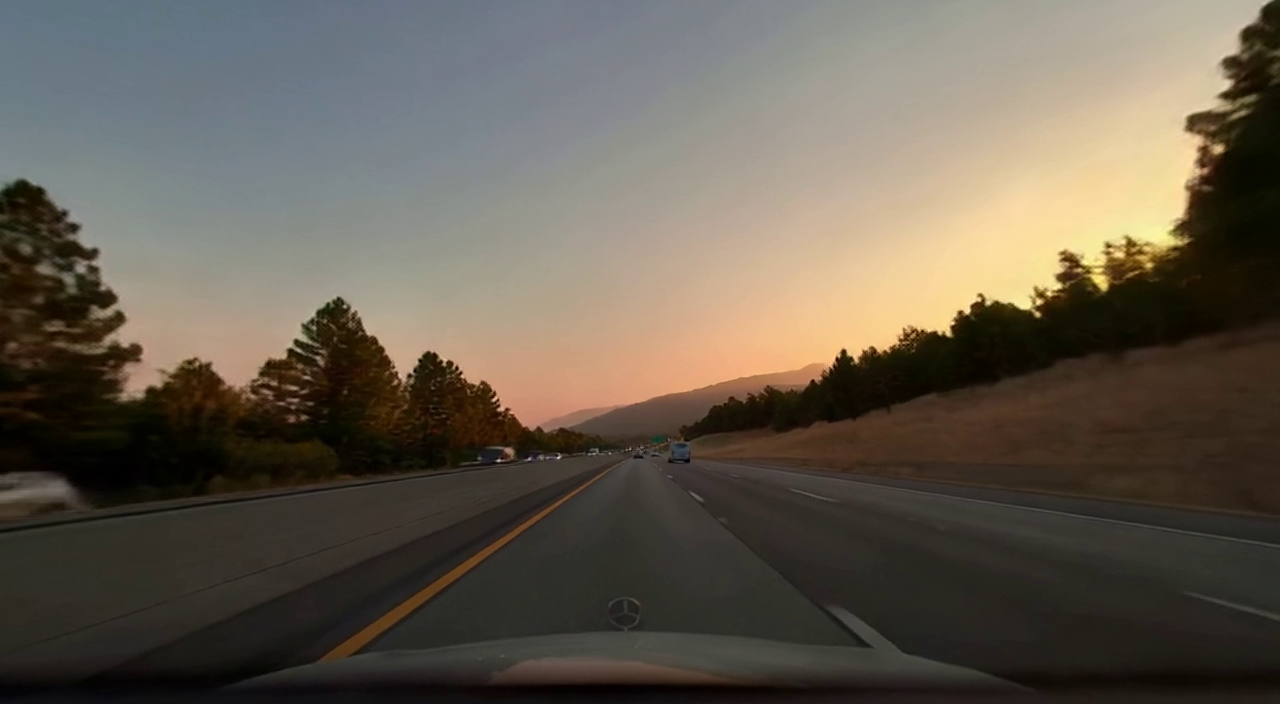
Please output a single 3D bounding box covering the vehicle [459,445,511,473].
[{"bbox_3d":[-9.998,6.934,41.032,2.173,1.668,4.848,0,-9,0],"label":"vehicle"}]
